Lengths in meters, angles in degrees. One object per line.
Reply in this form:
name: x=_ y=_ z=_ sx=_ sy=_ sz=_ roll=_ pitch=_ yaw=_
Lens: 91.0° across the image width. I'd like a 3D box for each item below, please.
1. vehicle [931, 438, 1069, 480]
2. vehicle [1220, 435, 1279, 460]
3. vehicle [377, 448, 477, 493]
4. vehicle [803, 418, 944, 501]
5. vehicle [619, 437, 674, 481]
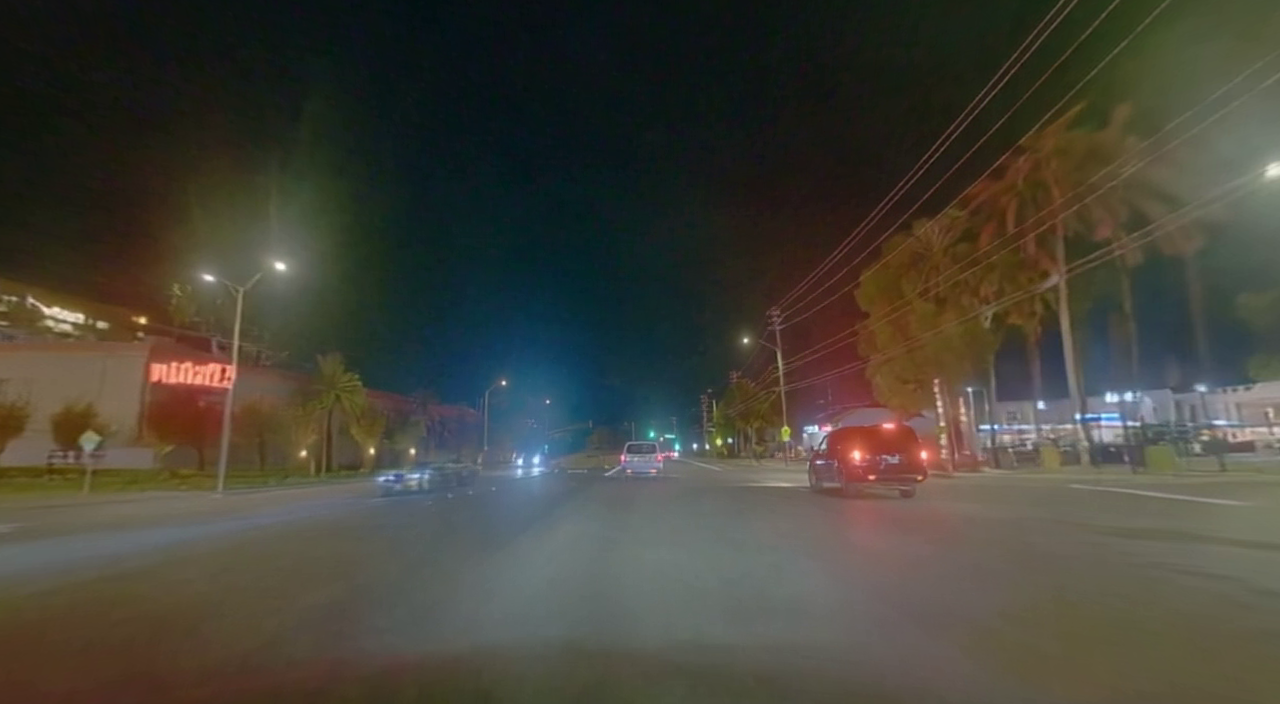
vehicle: x=13.989 y=4.205 z=24.807 sx=4.400 sy=1.507 sz=2.009 roll=-4 pitch=-10 yaw=23
vehicle: x=41.325 y=6.332 z=41.764 sx=1.779 sy=1.515 sz=4.189 roll=-4 pitch=-9 yaw=3
vehicle: x=-7.923 y=4.429 z=23.974 sx=2.004 sy=1.535 sz=4.853 roll=0 pitch=-9 yaw=1
vehicle: x=6.084 y=2.866 z=17.097 sx=2.107 sy=1.928 sz=4.471 roll=0 pitch=-9 yaw=0
vehicle: x=0.244 y=4.486 z=26.608 sx=2.138 sy=1.672 sz=4.168 roll=0 pitch=-9 yaw=0
